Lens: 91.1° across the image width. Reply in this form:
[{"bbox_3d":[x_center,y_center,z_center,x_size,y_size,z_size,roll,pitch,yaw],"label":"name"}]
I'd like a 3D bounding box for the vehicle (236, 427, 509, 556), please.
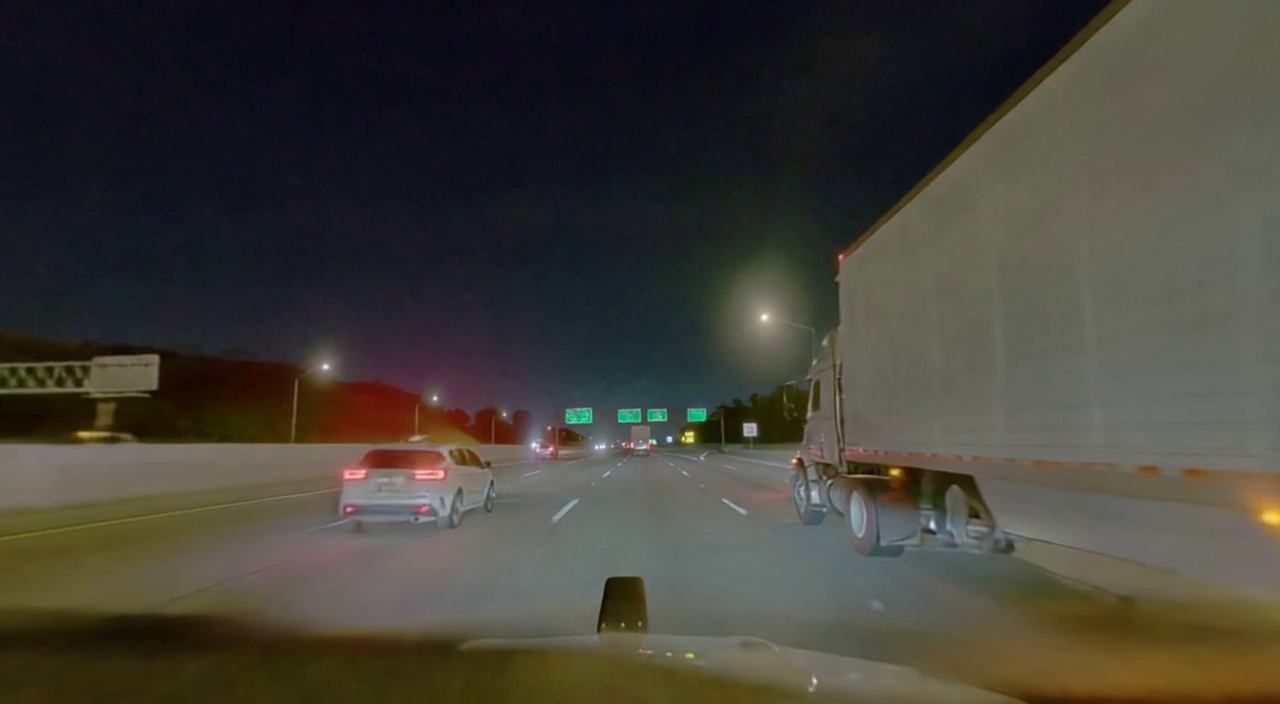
[{"bbox_3d":[-3.731,2.046,10.052,2.143,1.529,4.918,0,-8,1],"label":"vehicle"}]

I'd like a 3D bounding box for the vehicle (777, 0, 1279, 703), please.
[{"bbox_3d":[3.751,0.381,4.721,3.049,3.395,10.595,0,-8,0],"label":"vehicle"}]

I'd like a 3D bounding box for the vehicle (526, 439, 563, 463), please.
[{"bbox_3d":[-6.978,7.341,46.523,1.980,1.666,4.562,0,-8,1],"label":"vehicle"}]
